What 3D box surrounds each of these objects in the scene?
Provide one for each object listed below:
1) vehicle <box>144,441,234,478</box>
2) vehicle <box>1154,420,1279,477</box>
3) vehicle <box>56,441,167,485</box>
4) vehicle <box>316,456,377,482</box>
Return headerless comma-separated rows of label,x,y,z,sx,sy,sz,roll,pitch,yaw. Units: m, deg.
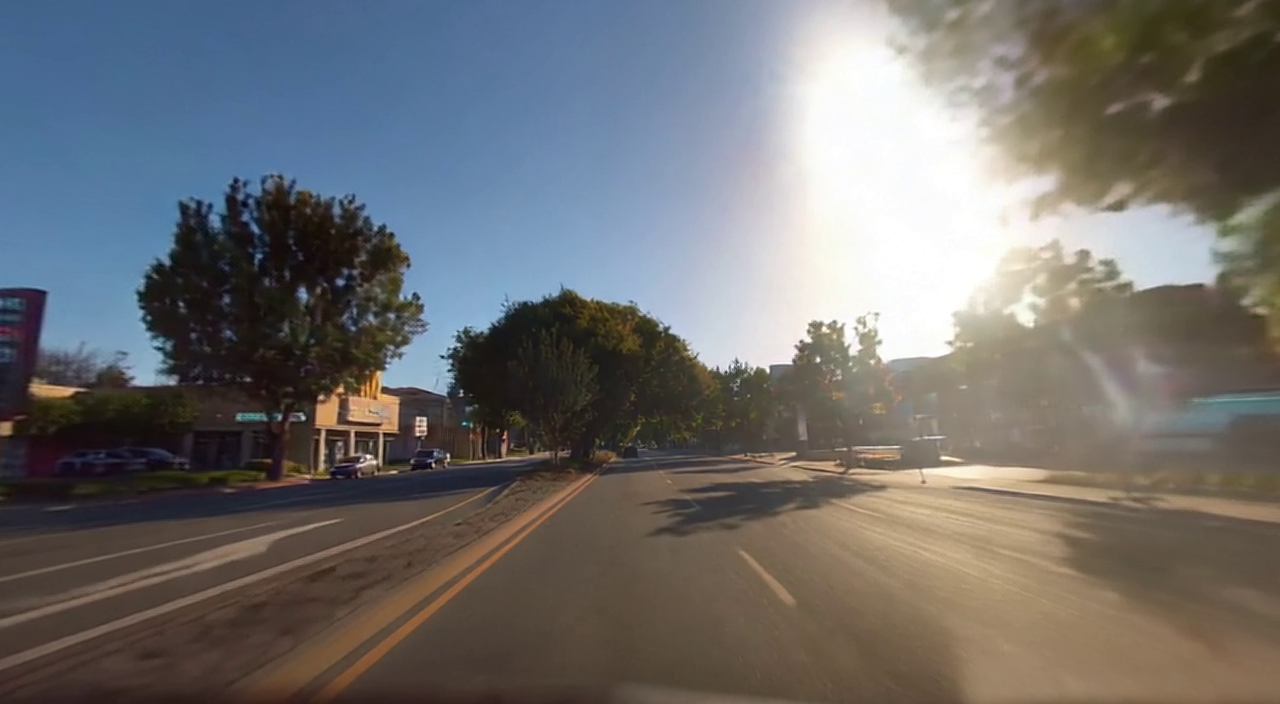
vehicle,-29.813,7.058,41.725,5.867,2.279,2.342,-5,-10,28
vehicle,21.313,3.257,21.291,2.480,1.766,6.529,0,-8,0
vehicle,-29.731,6.157,35.519,5.630,2.280,2.513,-4,-9,26
vehicle,-19.417,7.722,42.017,2.012,1.471,4.613,-2,-8,-2
